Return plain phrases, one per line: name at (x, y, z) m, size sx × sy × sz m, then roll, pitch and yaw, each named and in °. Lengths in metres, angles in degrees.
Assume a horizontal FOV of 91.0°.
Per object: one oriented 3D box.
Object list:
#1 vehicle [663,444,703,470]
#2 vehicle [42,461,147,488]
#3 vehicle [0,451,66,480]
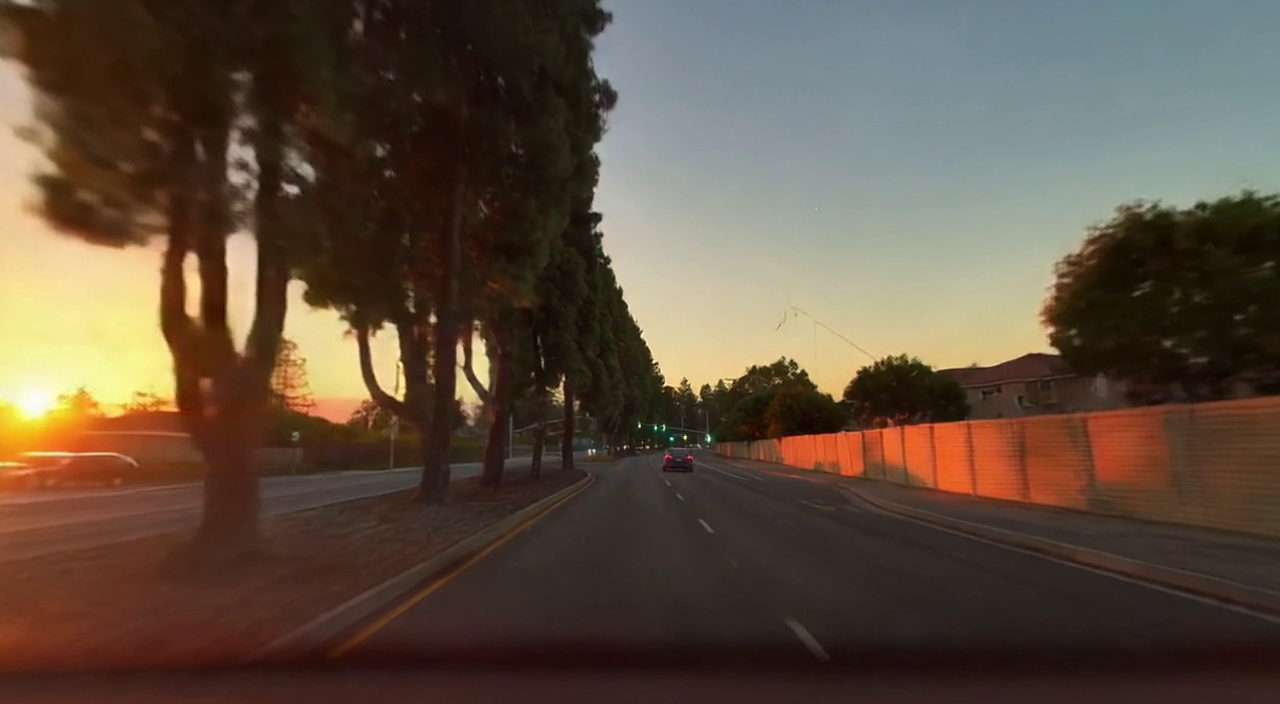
vehicle at (2.561, 6.392, 38.385) m, size 2.105 × 1.490 × 4.008 m, roll 0°, pitch -9°, yaw -1°
vehicle at (-32.279, 7.233, 37.348) m, size 4.384 × 1.463 × 1.969 m, roll 0°, pitch -9°, yaw 0°
vehicle at (-42.715, 7.821, 43.312) m, size 2.040 × 1.792 × 4.780 m, roll -4°, pitch -7°, yaw -1°
